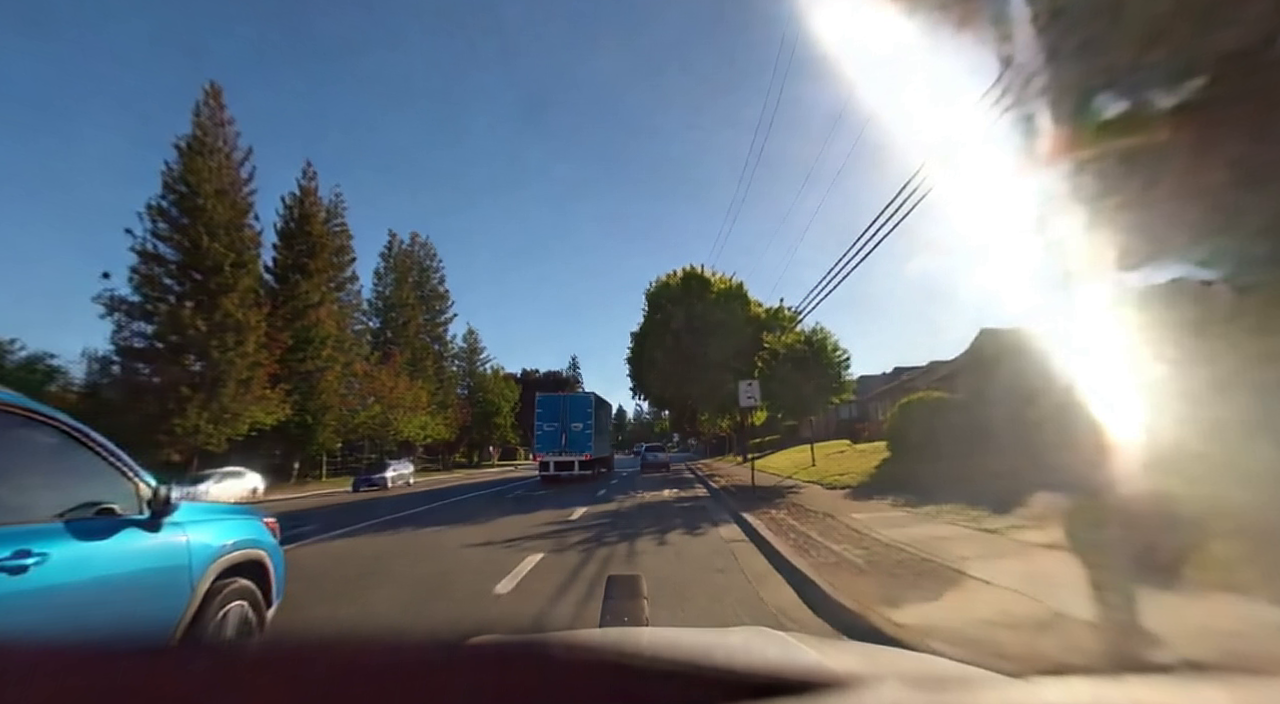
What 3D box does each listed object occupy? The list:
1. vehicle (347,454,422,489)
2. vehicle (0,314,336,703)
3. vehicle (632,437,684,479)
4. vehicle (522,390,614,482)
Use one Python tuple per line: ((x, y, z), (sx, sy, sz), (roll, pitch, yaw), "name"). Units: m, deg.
((-14.090, 6.583, 35.095), (2.123, 1.789, 4.609), (0, -9, 2), "vehicle")
((-3.283, 0.793, 2.212), (2.093, 1.832, 4.508), (0, -9, 1), "vehicle")
((0.786, 4.732, 28.311), (2.174, 1.749, 4.113), (0, -9, 1), "vehicle")
((-3.085, 4.050, 29.876), (2.928, 3.658, 8.980), (0, -9, 2), "vehicle")
